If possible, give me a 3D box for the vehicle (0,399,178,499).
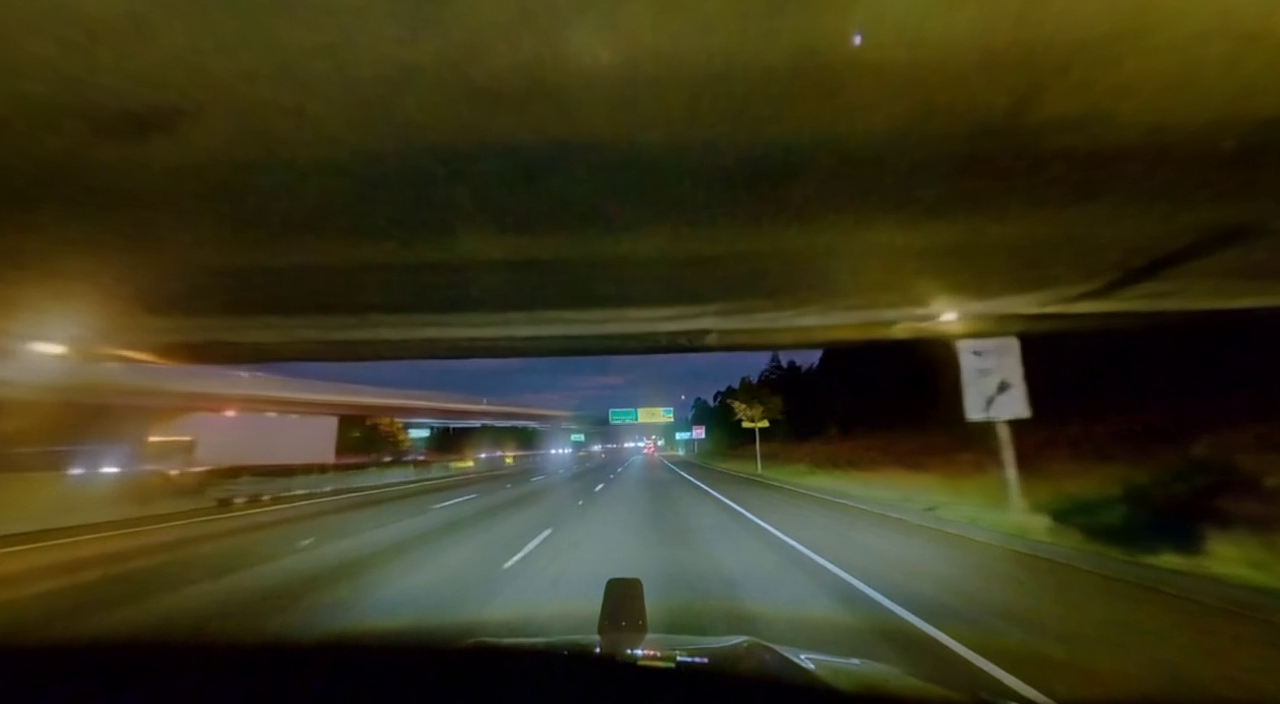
[{"bbox_3d":[-22.918,4.014,26.063,2.890,3.621,5.939,0,-9,0],"label":"vehicle"}]

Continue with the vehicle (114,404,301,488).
[{"bbox_3d":[-22.853,5.139,34.372,2.774,3.852,10.034,0,-9,1],"label":"vehicle"}]

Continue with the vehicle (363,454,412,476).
[{"bbox_3d":[-18.504,8.294,46.368,1.824,1.451,4.072,0,-9,1],"label":"vehicle"}]
